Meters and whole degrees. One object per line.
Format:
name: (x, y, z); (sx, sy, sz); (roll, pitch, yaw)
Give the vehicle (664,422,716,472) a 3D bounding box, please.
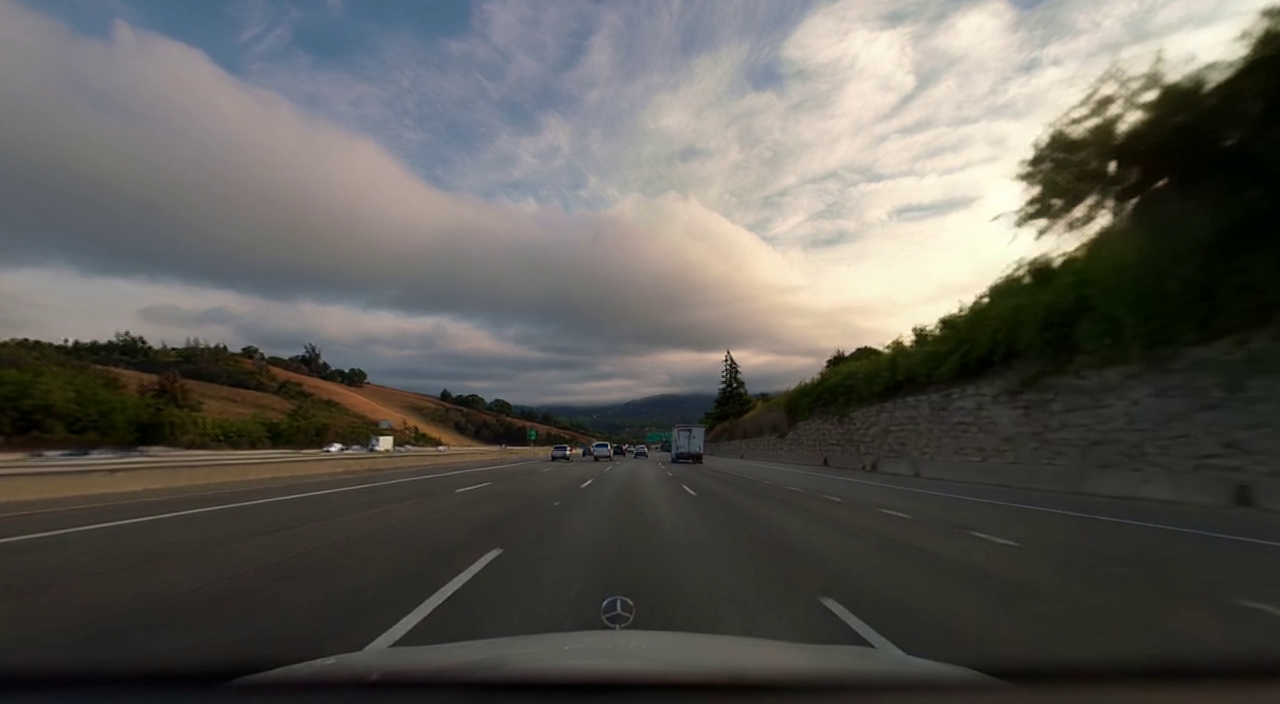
vehicle: (3.398, 6.795, 44.951); (2.795, 3.187, 7.205); (0, -9, -3)
